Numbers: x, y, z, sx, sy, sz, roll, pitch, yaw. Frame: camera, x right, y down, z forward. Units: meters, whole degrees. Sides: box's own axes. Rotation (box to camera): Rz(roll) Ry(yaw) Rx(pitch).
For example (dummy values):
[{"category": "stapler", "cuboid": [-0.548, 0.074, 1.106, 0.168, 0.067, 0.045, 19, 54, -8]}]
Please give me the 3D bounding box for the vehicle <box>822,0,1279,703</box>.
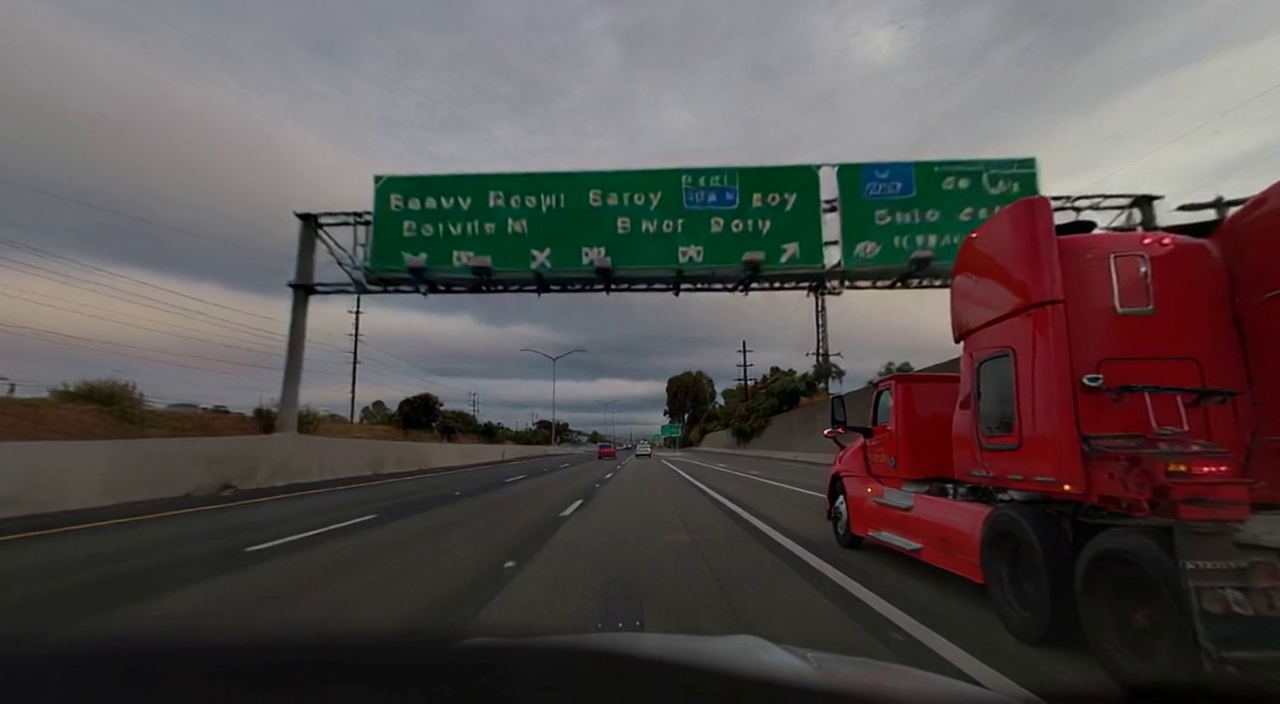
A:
[{"category": "vehicle", "cuboid": [4.024, 0.184, 5.395, 3.042, 4.037, 7.253, 0, -9, 3]}]
